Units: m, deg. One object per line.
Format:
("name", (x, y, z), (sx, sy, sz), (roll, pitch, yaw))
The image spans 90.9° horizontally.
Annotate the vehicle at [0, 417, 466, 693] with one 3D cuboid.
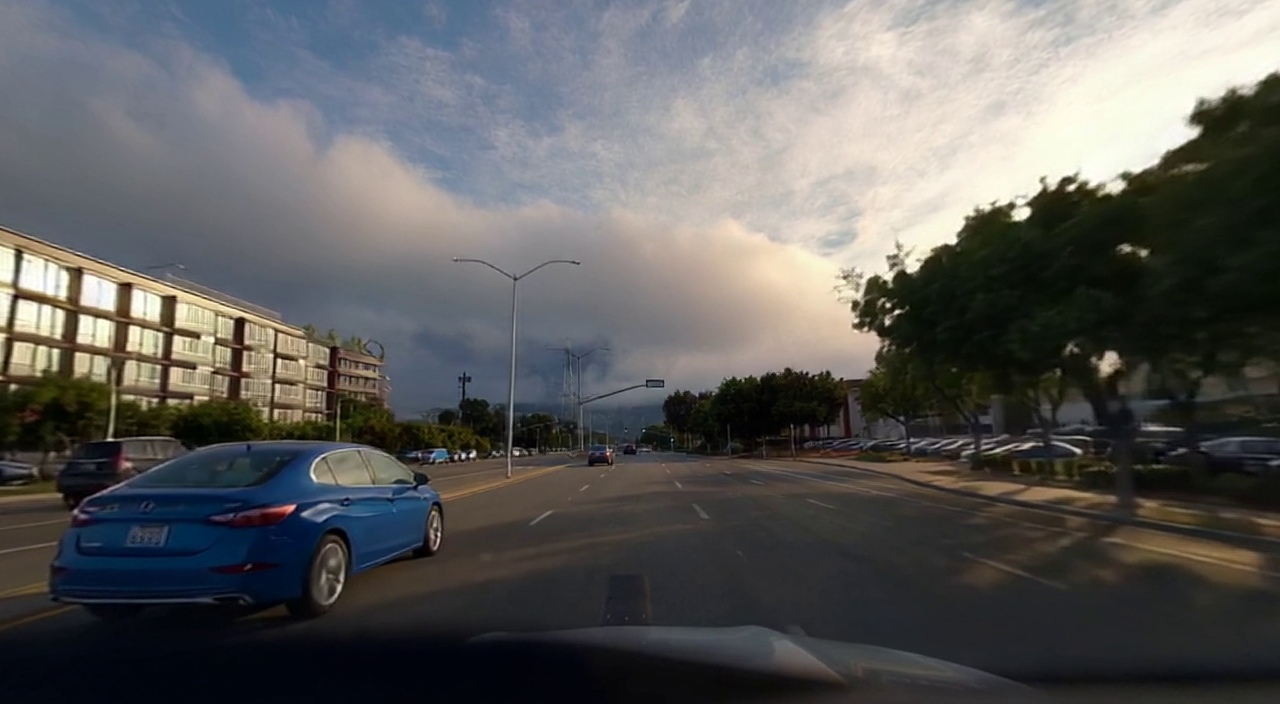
("vehicle", (-3.369, 1.553, 6.033), (2.009, 1.489, 4.543), (-5, -8, 0))
